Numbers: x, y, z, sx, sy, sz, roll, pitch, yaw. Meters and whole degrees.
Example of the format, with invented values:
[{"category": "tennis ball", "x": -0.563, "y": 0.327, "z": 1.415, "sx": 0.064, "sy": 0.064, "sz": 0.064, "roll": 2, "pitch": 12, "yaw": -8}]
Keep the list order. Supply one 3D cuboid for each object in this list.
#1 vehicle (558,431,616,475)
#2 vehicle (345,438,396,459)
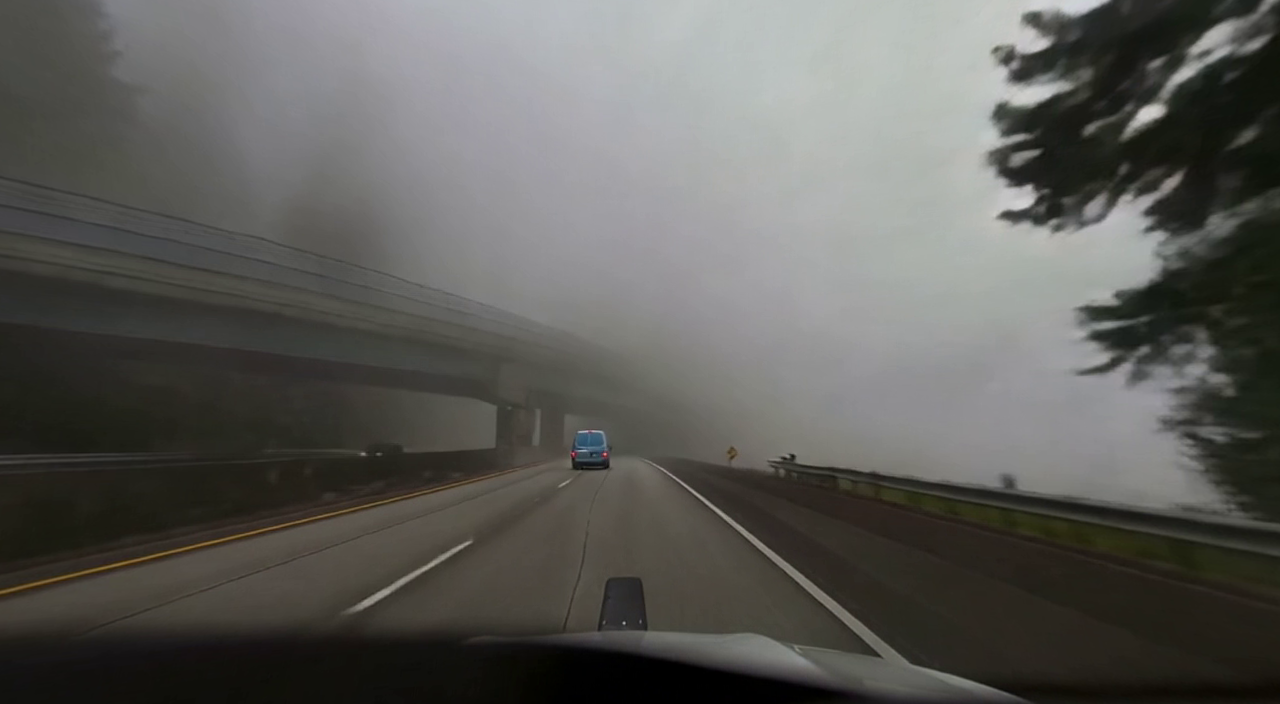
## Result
[{"category": "vehicle", "x": -2.392, "y": 4.764, "z": 30.022, "sx": 2.372, "sy": 1.891, "sz": 5.061, "roll": 0, "pitch": -8, "yaw": 0}, {"category": "vehicle", "x": -18.180, "y": 6.527, "z": 42.611, "sx": 1.768, "sy": 1.378, "sz": 3.954, "roll": 0, "pitch": -8, "yaw": -1}]
